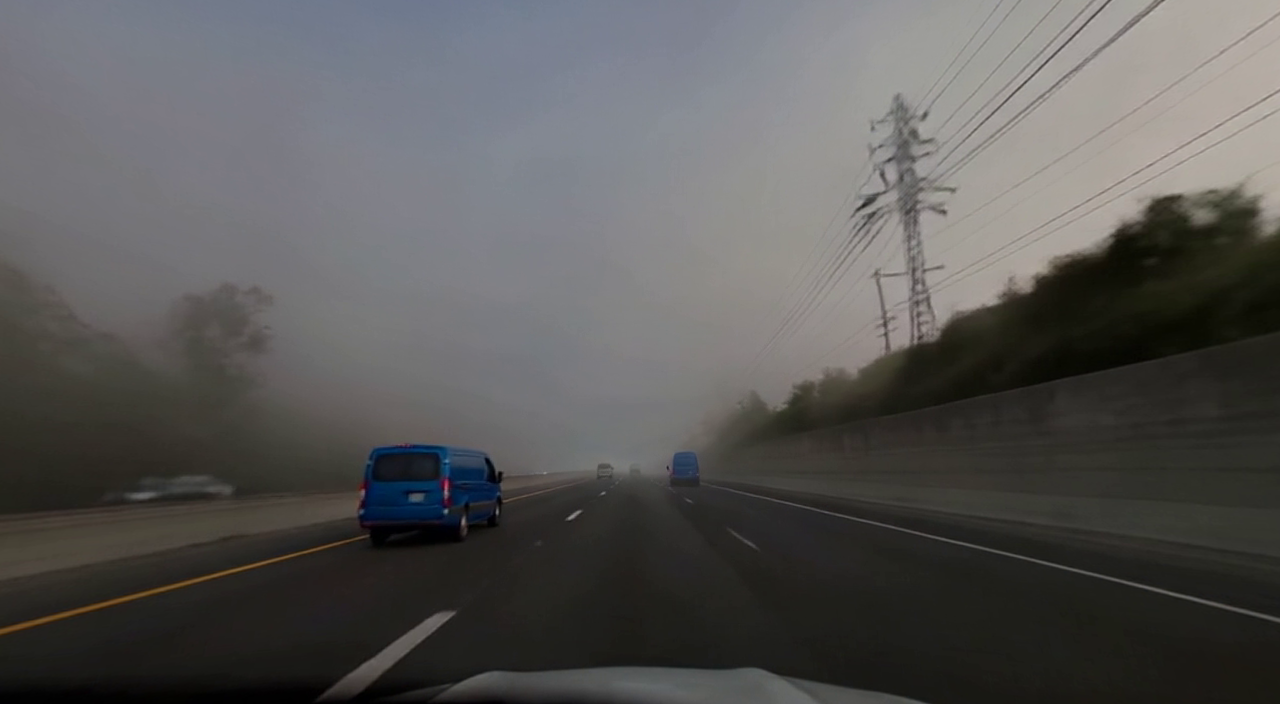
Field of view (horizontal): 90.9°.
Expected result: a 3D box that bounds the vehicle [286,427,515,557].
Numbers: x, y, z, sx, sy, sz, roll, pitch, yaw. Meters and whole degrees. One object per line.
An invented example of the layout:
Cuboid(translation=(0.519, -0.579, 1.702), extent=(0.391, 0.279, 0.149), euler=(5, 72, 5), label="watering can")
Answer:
Cuboid(translation=(-3.788, 2.381, 11.153), extent=(2.153, 1.756, 4.730), euler=(1, -11, 0), label="vehicle")

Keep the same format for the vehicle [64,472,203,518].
Cuboid(translation=(-20.879, 5.901, 26.307), extent=(1.922, 1.665, 4.588), euler=(1, -11, 0), label="vehicle")
